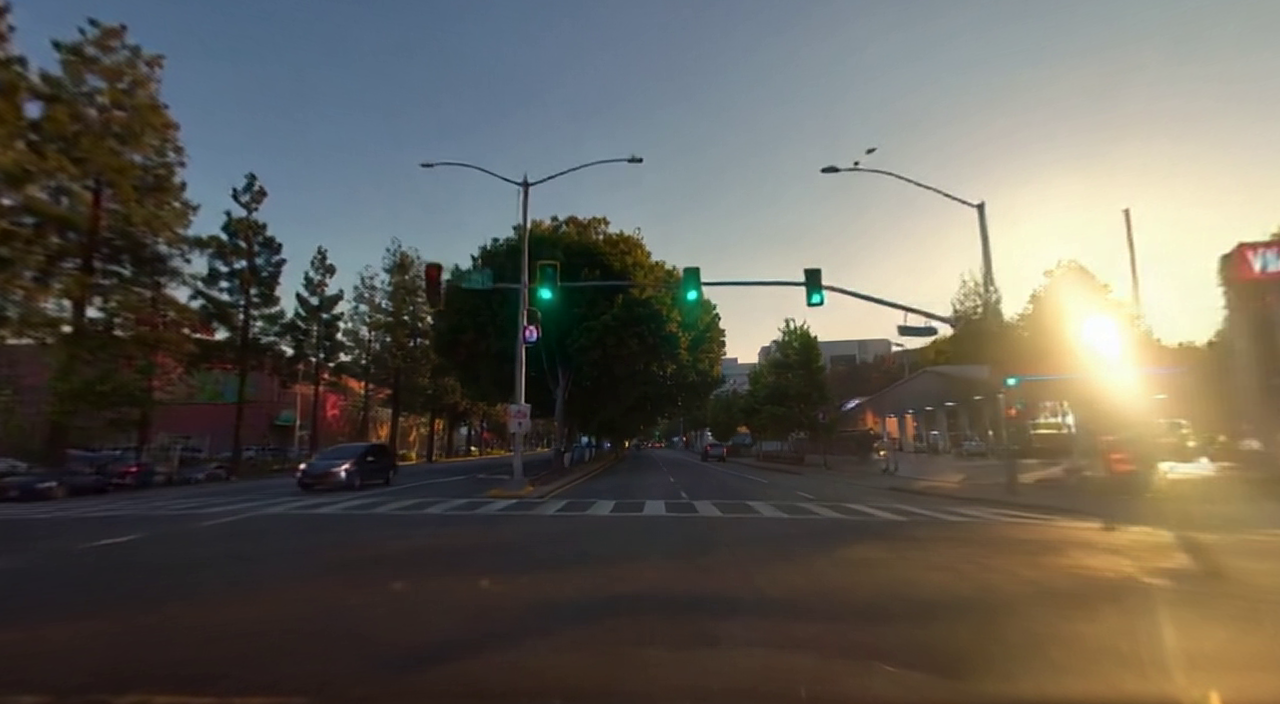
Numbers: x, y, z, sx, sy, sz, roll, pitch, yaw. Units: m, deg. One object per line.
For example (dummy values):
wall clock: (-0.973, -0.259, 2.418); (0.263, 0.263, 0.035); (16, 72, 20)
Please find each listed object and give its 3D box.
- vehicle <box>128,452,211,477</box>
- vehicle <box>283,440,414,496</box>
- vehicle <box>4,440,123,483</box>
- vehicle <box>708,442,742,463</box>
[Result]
vehicle: (-36.132, 8.645, 48.566); (4.876, 1.829, 2.094); (-1, -8, 7)
vehicle: (-9.150, 3.673, 20.370); (2.029, 1.452, 4.598); (-3, -9, 1)
vehicle: (-37.099, 7.023, 40.727); (5.831, 2.624, 2.189); (-1, -9, 8)
vehicle: (6.624, 7.878, 49.660); (1.990, 1.508, 4.426); (0, -8, -2)
